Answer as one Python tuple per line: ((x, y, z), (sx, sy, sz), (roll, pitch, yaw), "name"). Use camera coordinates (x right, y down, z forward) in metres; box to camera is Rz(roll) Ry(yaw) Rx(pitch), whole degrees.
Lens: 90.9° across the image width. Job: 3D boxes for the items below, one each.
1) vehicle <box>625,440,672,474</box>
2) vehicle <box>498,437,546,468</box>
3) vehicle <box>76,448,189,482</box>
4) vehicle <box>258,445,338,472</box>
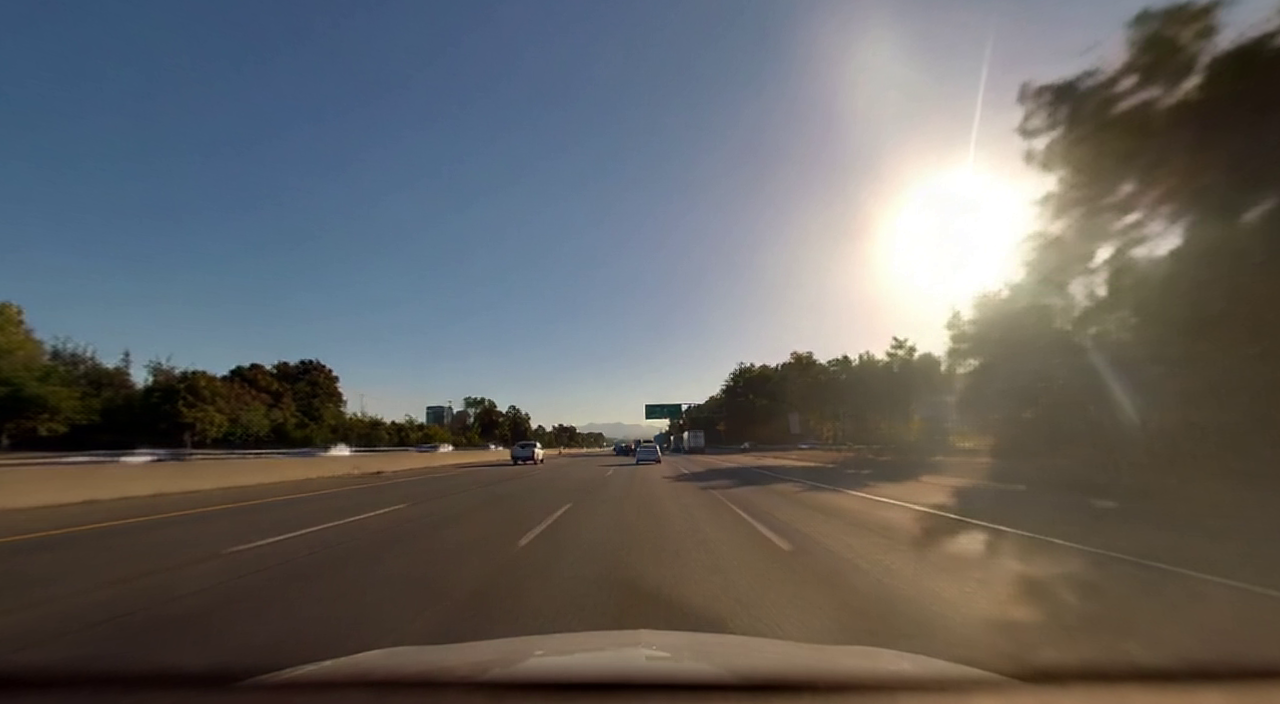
((0.373, 5.019, 30.338), (2.112, 1.482, 4.082), (0, -8, 0), "vehicle")
((-7.314, 6.267, 39.592), (2.093, 1.789, 4.399), (0, -8, 1), "vehicle")
((-25.230, 5.600, 31.593), (1.868, 1.503, 4.480), (0, -8, 1), "vehicle")
((-20.583, 6.385, 38.258), (1.972, 1.513, 4.973), (0, -8, 1), "vehicle")
